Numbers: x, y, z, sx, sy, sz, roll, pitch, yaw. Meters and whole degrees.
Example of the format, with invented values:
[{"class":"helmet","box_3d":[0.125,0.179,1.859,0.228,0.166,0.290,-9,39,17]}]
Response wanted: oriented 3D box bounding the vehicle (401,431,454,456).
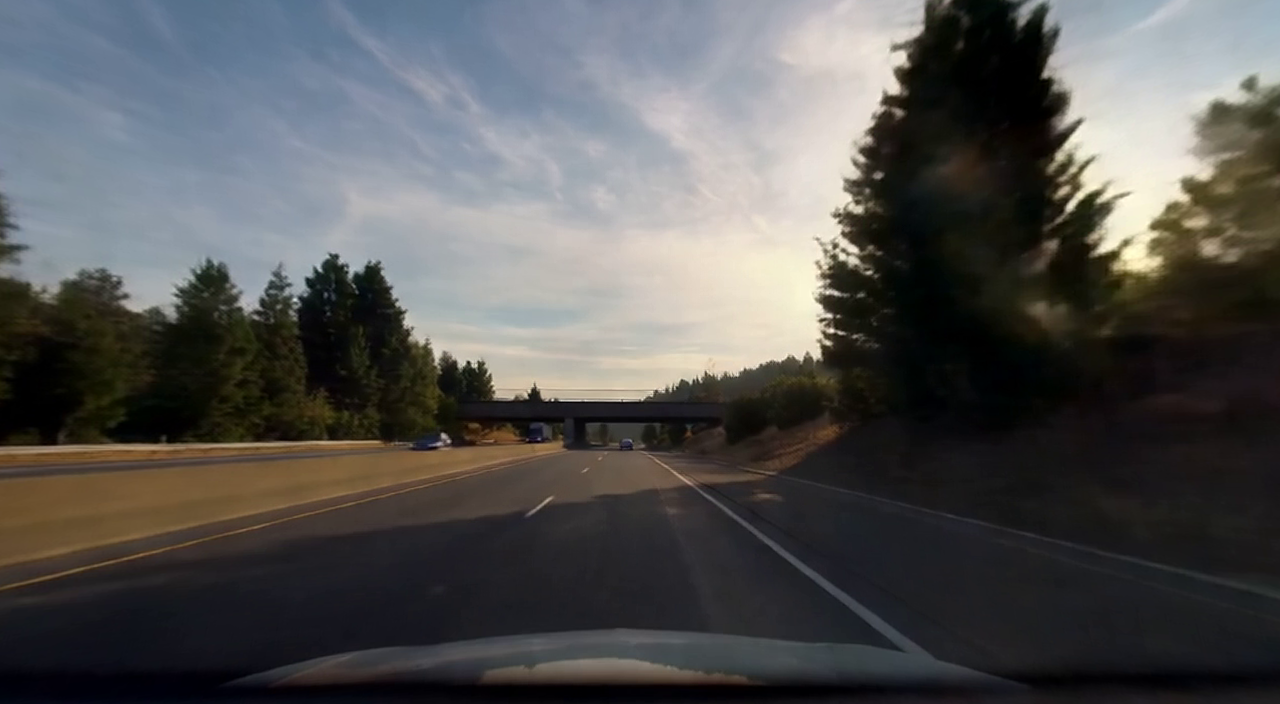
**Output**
[{"class":"vehicle","box_3d":[-13.683,5.948,40.863,1.919,1.481,4.525,0,-8,-1]}]
